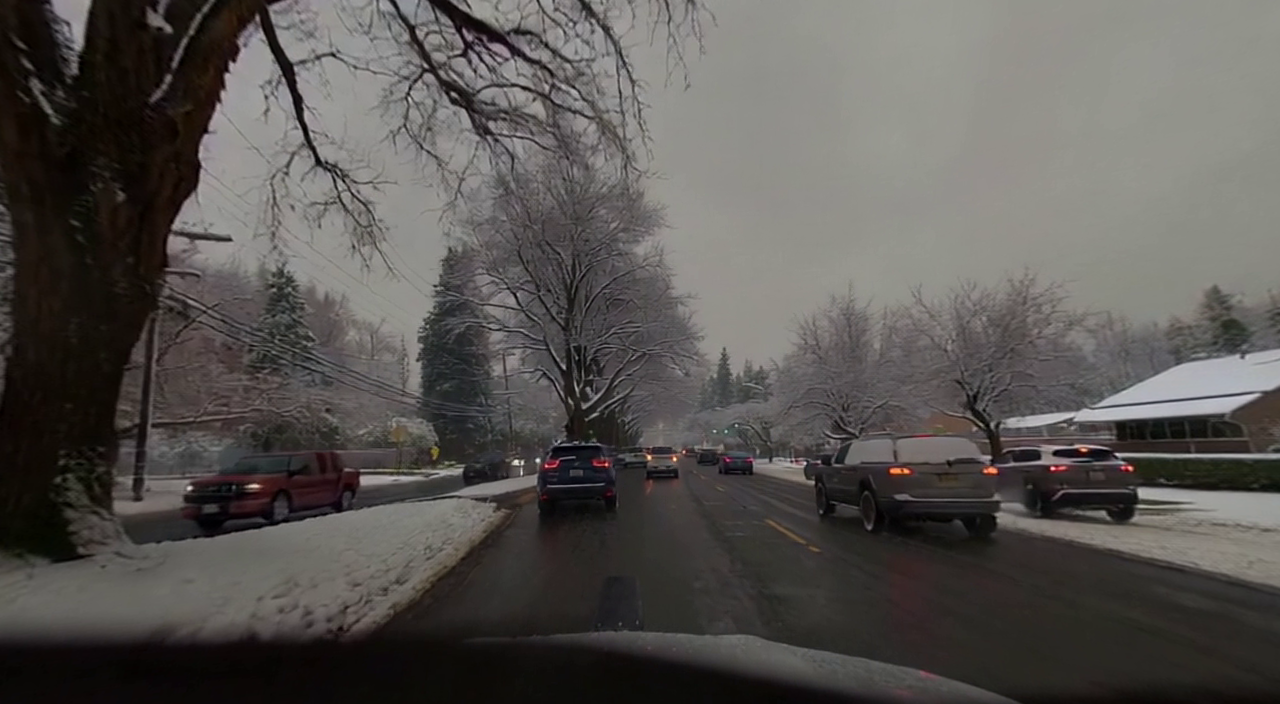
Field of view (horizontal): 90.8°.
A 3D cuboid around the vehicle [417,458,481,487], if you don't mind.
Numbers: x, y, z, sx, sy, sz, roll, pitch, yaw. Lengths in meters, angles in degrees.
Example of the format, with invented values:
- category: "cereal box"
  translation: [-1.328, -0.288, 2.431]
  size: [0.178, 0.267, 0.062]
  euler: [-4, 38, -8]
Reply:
- category: "vehicle"
  translation: [-10.861, 6.865, 36.215]
  size: [2.126, 1.434, 4.305]
  euler: [-1, -8, 3]

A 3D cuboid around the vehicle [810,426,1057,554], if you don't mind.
- category: "vehicle"
  translation: [4.581, 2.208, 10.831]
  size: [2.220, 1.715, 4.335]
  euler: [0, -8, 2]

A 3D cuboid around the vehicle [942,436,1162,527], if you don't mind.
- category: "vehicle"
  translation: [8.865, 2.787, 14.206]
  size: [2.168, 1.709, 4.289]
  euler: [-1, -8, 3]

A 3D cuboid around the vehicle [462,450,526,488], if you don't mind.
- category: "vehicle"
  translation: [-7.372, 5.911, 32.352]
  size: [2.026, 1.755, 4.430]
  euler: [-1, -8, 3]

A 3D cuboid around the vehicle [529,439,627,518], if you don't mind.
- category: "vehicle"
  translation: [-1.441, 3.001, 15.516]
  size: [2.106, 1.655, 3.717]
  euler: [0, -8, -3]

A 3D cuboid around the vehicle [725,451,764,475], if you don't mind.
- category: "vehicle"
  translation: [6.906, 7.402, 42.274]
  size: [2.175, 1.477, 4.520]
  euler: [-1, -8, 5]

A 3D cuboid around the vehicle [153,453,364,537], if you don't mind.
- category: "vehicle"
  translation: [-8.054, 3.004, 13.908]
  size: [1.966, 1.489, 4.099]
  euler: [0, -8, 2]

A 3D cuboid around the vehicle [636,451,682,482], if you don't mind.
- category: "vehicle"
  translation: [0.969, 5.746, 31.927]
  size: [2.161, 1.445, 3.772]
  euler: [0, -8, 2]
